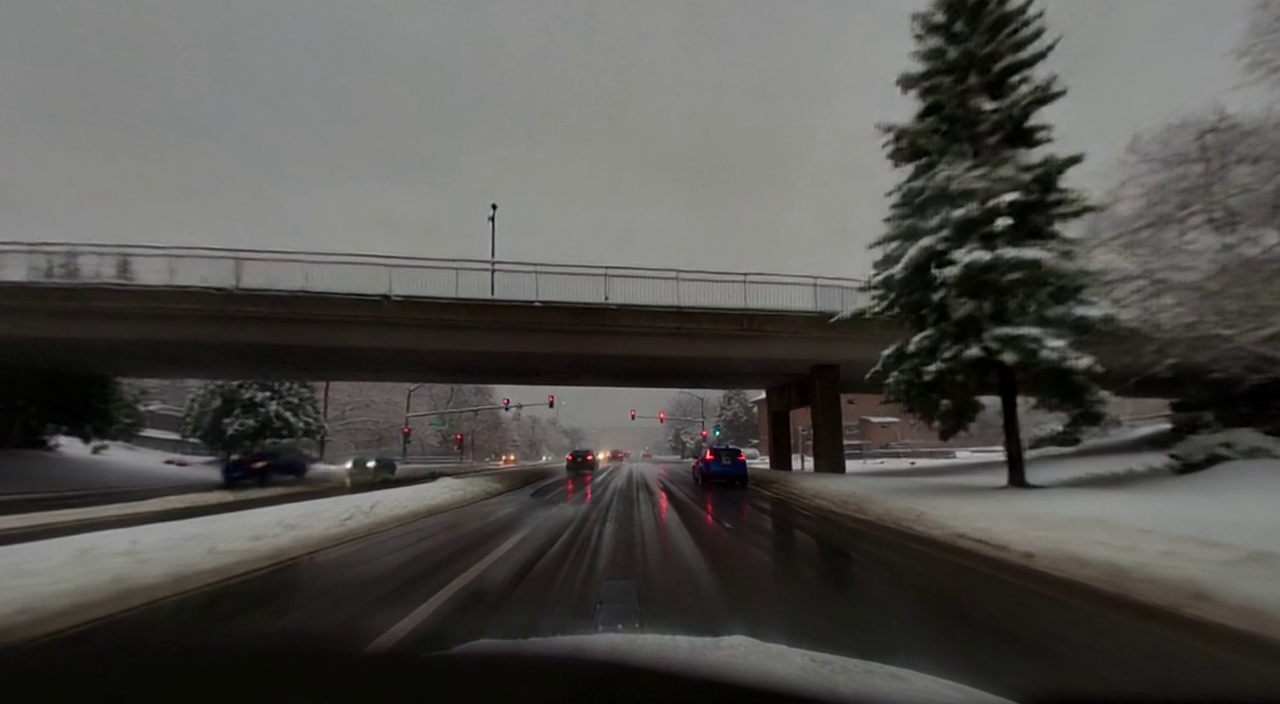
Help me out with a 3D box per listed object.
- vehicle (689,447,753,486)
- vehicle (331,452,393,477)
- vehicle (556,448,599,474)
[{"bbox_3d":[3.316,4.777,26.664,2.068,1.497,4.247,0,-8,-1],"label":"vehicle"},{"bbox_3d":[-18.324,7.412,41.908,2.003,1.494,4.580,0,-8,1],"label":"vehicle"},{"bbox_3d":[-3.741,6.612,38.495,2.060,1.484,4.417,0,-8,1],"label":"vehicle"}]
